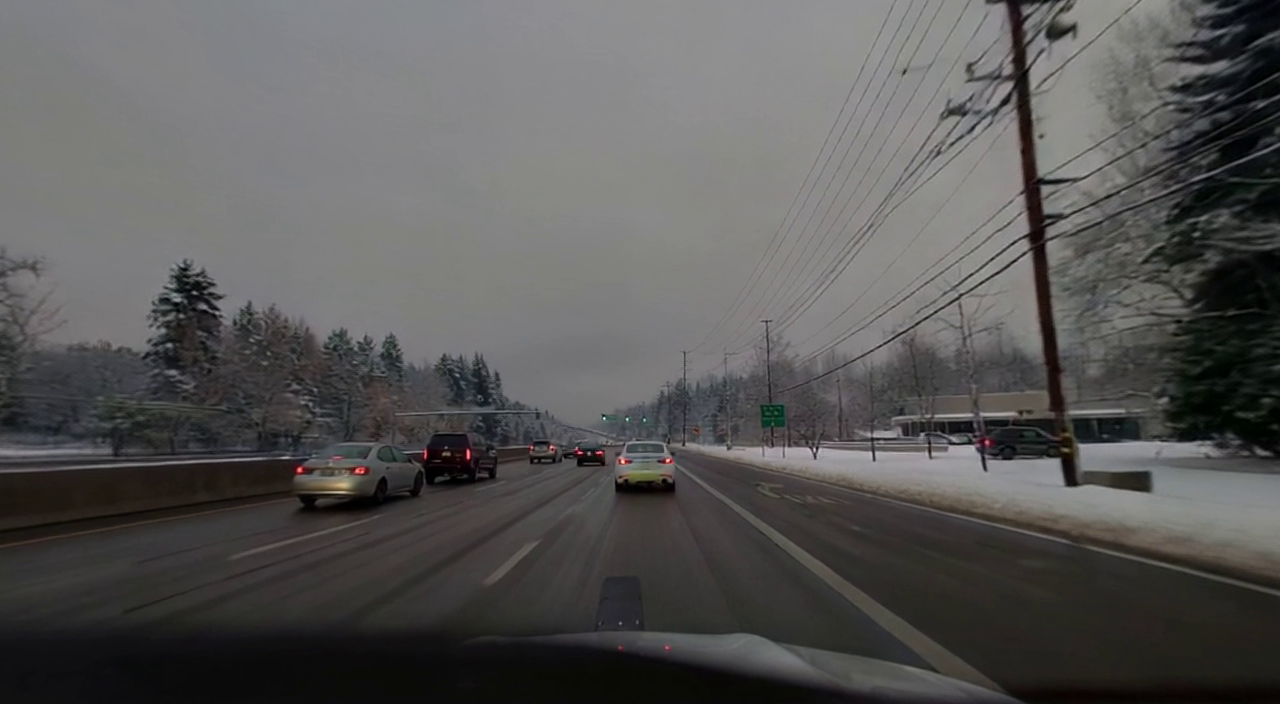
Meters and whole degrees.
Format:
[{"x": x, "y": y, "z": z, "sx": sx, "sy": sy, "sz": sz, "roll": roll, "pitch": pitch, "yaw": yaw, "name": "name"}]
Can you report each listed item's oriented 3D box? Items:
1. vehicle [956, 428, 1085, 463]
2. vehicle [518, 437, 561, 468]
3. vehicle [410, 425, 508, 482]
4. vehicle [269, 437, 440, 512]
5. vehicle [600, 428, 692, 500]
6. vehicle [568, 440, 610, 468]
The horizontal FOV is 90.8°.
[{"x": 17.671, "y": 4.366, "z": 29.497, "sx": 4.659, "sy": 1.572, "sz": 2.019, "roll": 0, "pitch": -8, "yaw": 0, "name": "vehicle"}, {"x": -6.041, "y": 6.088, "z": 38.450, "sx": 1.914, "sy": 1.756, "sz": 4.179, "roll": 0, "pitch": -8, "yaw": 1, "name": "vehicle"}, {"x": -6.641, "y": 3.810, "z": 23.898, "sx": 2.144, "sy": 1.905, "sz": 4.967, "roll": 0, "pitch": -8, "yaw": 1, "name": "vehicle"}, {"x": -6.469, "y": 2.800, "z": 15.017, "sx": 1.900, "sy": 1.483, "sz": 4.547, "roll": 0, "pitch": -8, "yaw": 1, "name": "vehicle"}, {"x": 0.132, "y": 2.920, "z": 16.825, "sx": 2.140, "sy": 1.653, "sz": 4.108, "roll": 0, "pitch": -8, "yaw": 0, "name": "vehicle"}, {"x": -2.905, "y": 5.930, "z": 36.809, "sx": 2.055, "sy": 1.510, "sz": 3.961, "roll": 0, "pitch": -8, "yaw": 1, "name": "vehicle"}]
